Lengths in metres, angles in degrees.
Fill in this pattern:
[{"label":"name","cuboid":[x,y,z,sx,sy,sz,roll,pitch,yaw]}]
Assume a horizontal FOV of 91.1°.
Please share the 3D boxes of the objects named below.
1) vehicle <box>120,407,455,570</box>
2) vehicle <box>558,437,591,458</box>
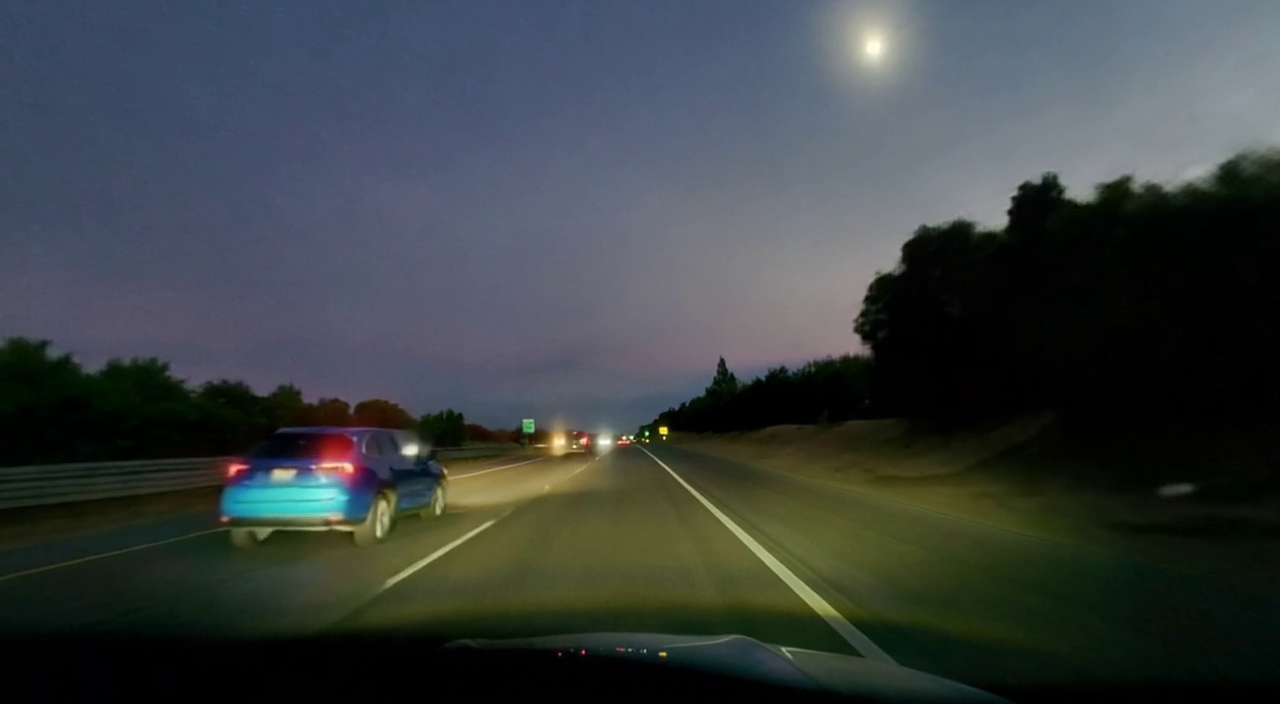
[{"label":"vehicle","cuboid":[-4.263,1.695,8.745,2.070,1.647,4.577,0,-8,-1]},{"label":"vehicle","cuboid":[-4.798,7.080,46.737,2.063,1.496,4.225,0,-8,-1]}]
